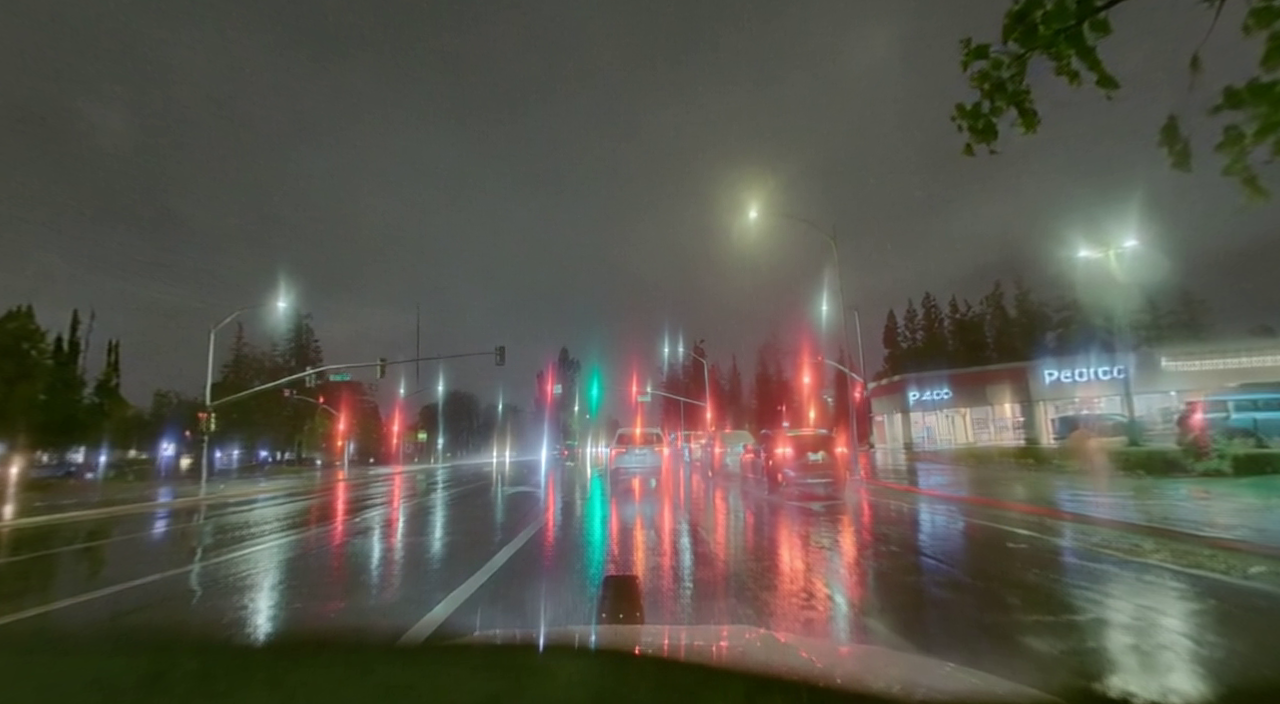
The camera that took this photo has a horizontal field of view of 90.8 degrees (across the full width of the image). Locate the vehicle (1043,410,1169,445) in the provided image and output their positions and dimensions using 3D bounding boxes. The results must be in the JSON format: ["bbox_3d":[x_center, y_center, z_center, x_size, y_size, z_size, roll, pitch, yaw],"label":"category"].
[{"bbox_3d":[23.905,3.907,32.541,4.854,1.712,2.017,0,-9,-1],"label":"vehicle"}]

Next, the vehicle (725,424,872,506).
[{"bbox_3d":[3.570,2.654,15.256,2.198,1.660,4.512,0,-9,-2],"label":"vehicle"}]

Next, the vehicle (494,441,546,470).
[{"bbox_3d":[-6.585,5.692,35.028,1.954,1.473,4.350,0,-9,1],"label":"vehicle"}]

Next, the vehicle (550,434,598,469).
[{"bbox_3d":[-3.514,5.380,34.331,2.106,1.778,4.444,0,-9,0],"label":"vehicle"}]

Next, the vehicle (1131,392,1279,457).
[{"bbox_3d":[15.438,1.851,15.956,4.344,1.512,1.936,-1,-9,3],"label":"vehicle"}]

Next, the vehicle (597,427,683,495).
[{"bbox_3d":[-0.091,3.037,17.951,2.146,1.685,4.003,0,-9,-2],"label":"vehicle"}]
